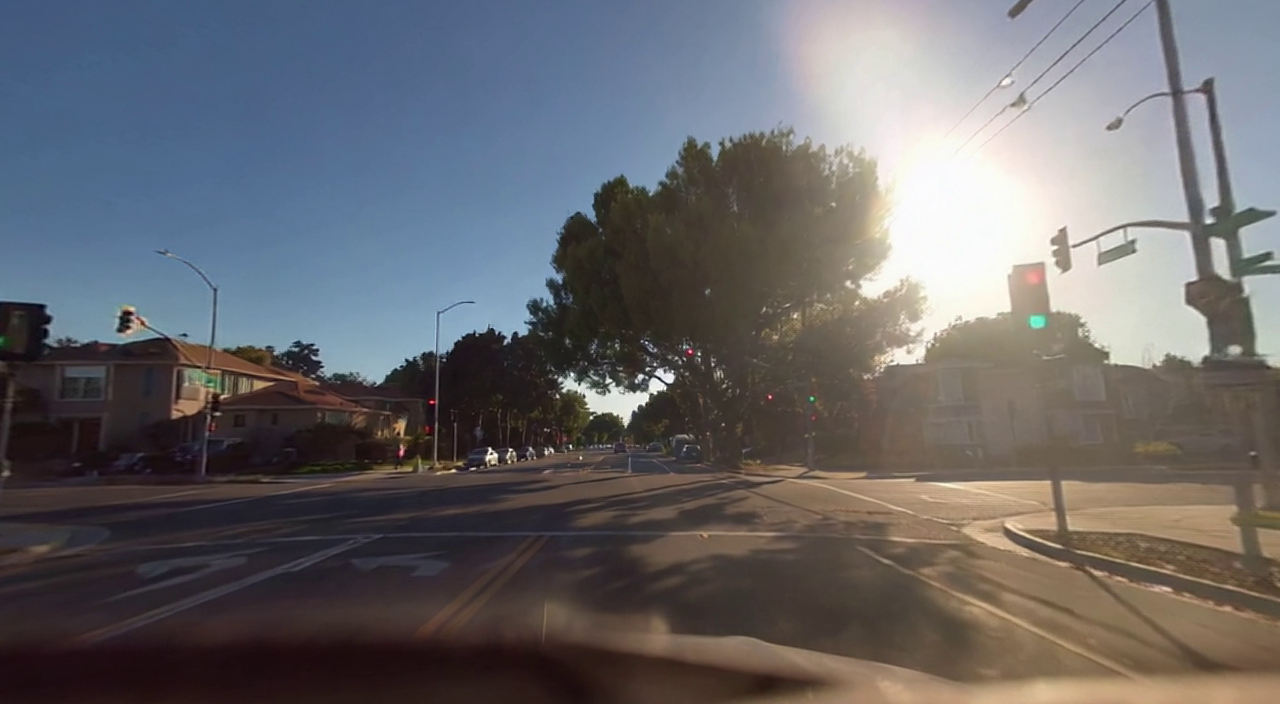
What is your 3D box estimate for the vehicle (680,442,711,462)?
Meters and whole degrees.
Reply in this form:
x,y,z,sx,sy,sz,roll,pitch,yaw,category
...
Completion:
x,y,z,sx,sy,sz,roll,pitch,yaw,category
4.129,7.498,47.338,1.987,1.466,4.389,0,-9,0,vehicle
